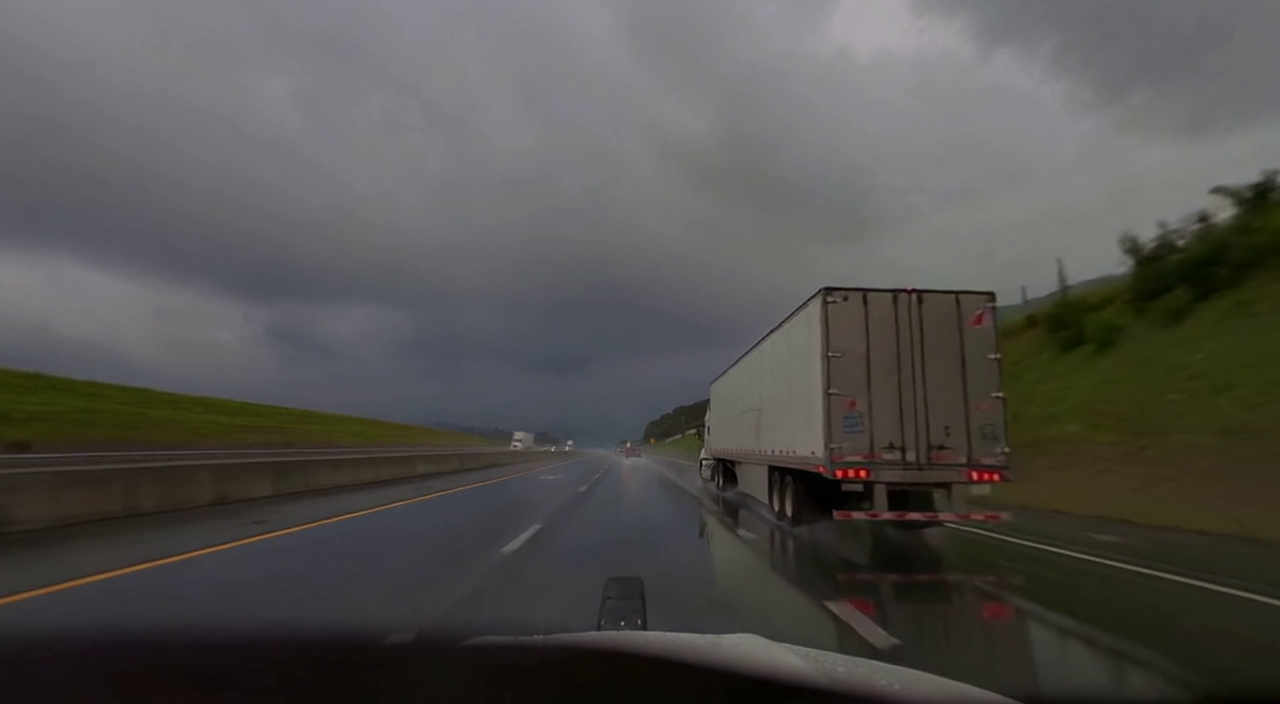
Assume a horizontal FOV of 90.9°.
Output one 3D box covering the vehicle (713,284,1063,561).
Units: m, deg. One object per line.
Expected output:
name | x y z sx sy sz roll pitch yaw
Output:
vehicle | 3.852 1.757 14.045 2.876 3.586 11.726 0 -9 -1
